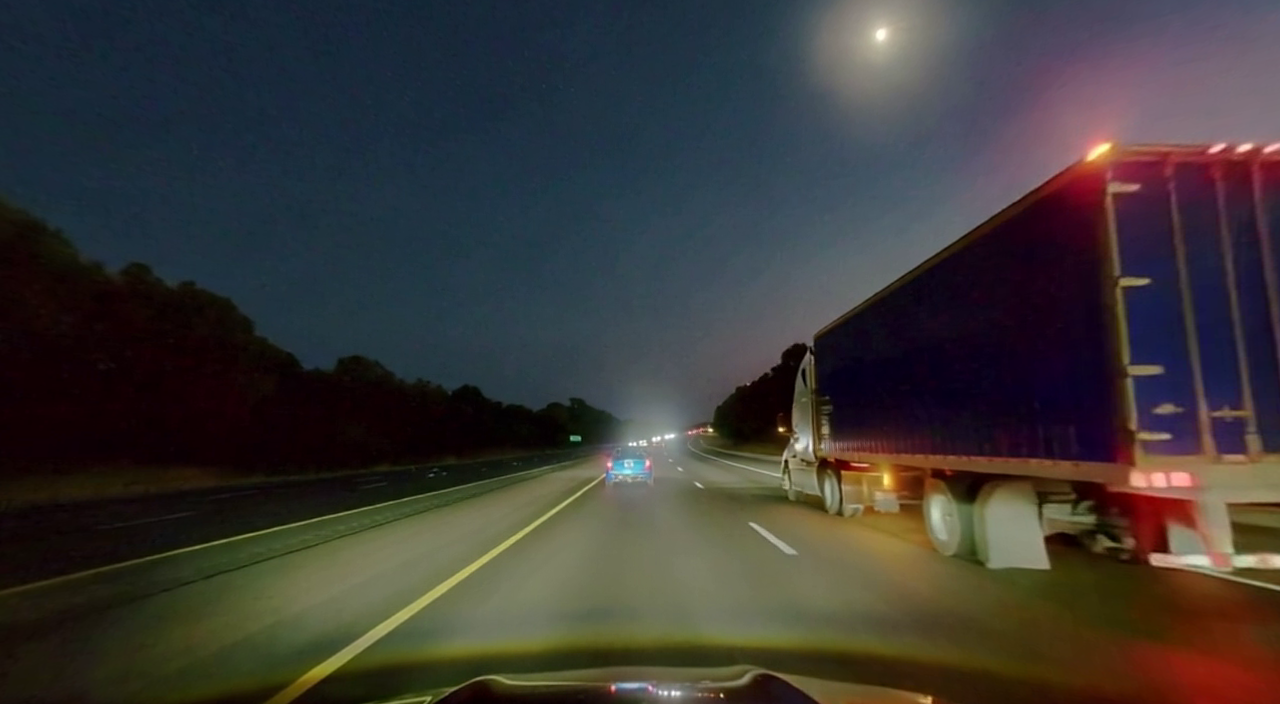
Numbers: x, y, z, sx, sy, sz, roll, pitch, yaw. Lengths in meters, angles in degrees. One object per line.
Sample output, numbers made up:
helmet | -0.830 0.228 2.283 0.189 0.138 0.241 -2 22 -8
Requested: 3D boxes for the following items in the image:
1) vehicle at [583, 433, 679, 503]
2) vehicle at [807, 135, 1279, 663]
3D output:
vehicle | -0.215 2.807 15.501 2.066 1.490 3.759 0 -9 -1
vehicle | 4.433 0.713 7.352 2.791 3.201 7.145 0 -9 -1
